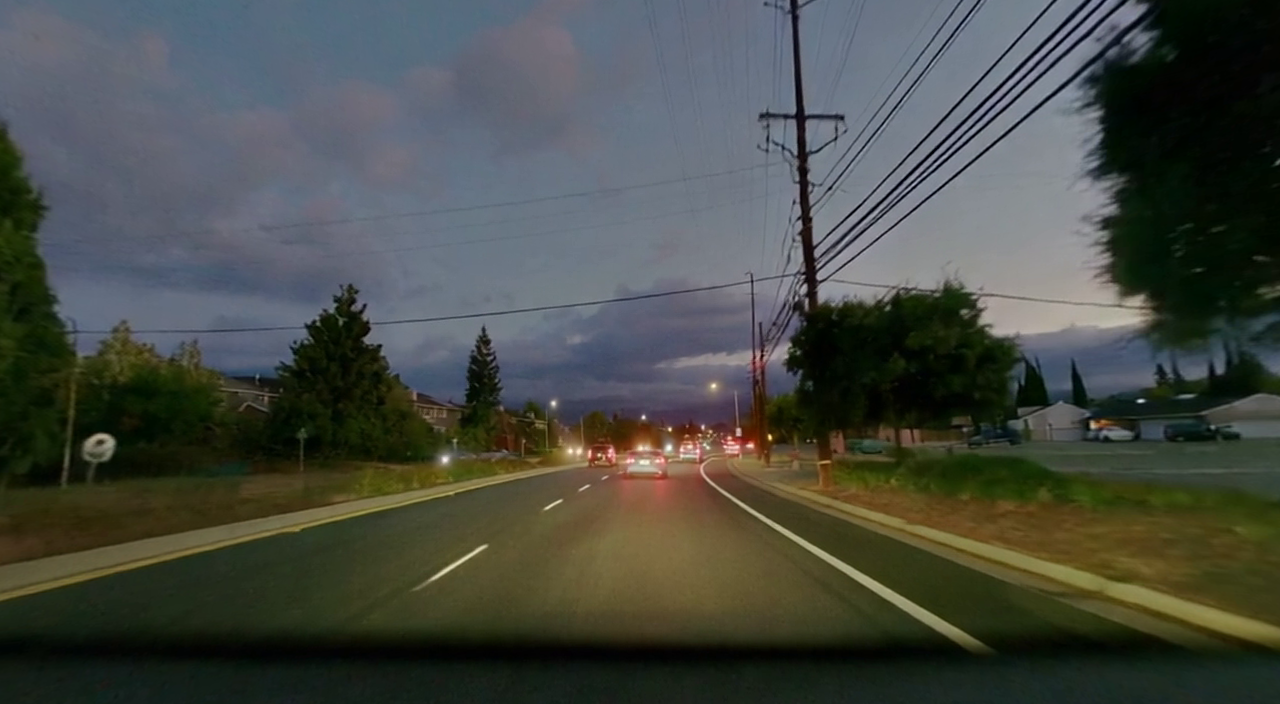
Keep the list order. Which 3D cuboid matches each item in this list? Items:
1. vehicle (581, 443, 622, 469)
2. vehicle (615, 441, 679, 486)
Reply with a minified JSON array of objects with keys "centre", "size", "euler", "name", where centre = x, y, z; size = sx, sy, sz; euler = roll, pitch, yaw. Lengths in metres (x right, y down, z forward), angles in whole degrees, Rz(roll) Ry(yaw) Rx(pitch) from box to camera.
[{"centre":[-2.272,6.291,38.220],"size":[1.983,1.485,4.159],"euler":[0,-9,4],"name":"vehicle"},{"centre":[0.352,4.040,23.098],"size":[2.117,1.474,4.036],"euler":[0,-9,4],"name":"vehicle"}]
